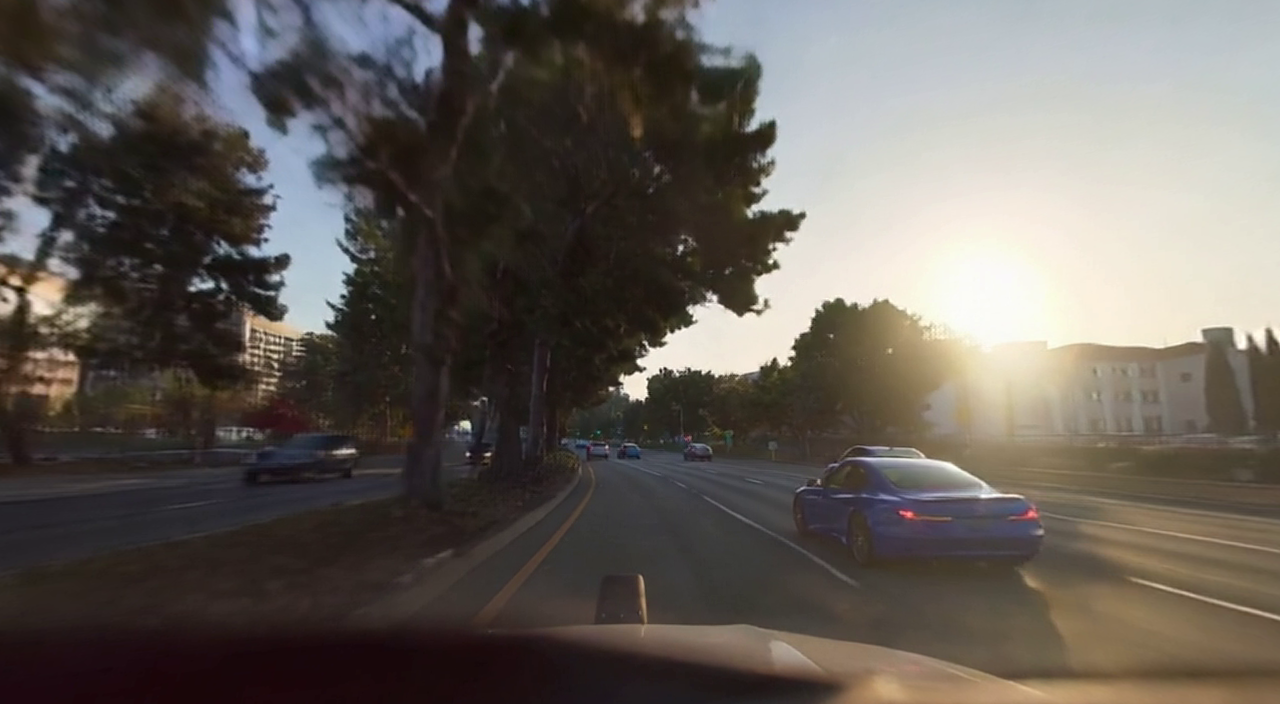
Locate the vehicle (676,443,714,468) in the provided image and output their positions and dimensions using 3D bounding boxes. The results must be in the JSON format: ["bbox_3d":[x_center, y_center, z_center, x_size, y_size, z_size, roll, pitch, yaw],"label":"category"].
[{"bbox_3d":[3.903,7.367,45.265,1.931,1.685,4.054,1,-9,-7],"label":"vehicle"}]

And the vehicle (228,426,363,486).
[{"bbox_3d":[-11.035,3.378,20.715,2.048,1.738,4.520,1,-9,-3],"label":"vehicle"}]

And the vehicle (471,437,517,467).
[{"bbox_3d":[-8.845,6.100,38.642,2.065,1.712,4.349,1,-9,-5],"label":"vehicle"}]

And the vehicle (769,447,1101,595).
[{"bbox_3d":[3.207,1.917,8.115,1.990,1.347,4.388,1,-9,-2],"label":"vehicle"}]
